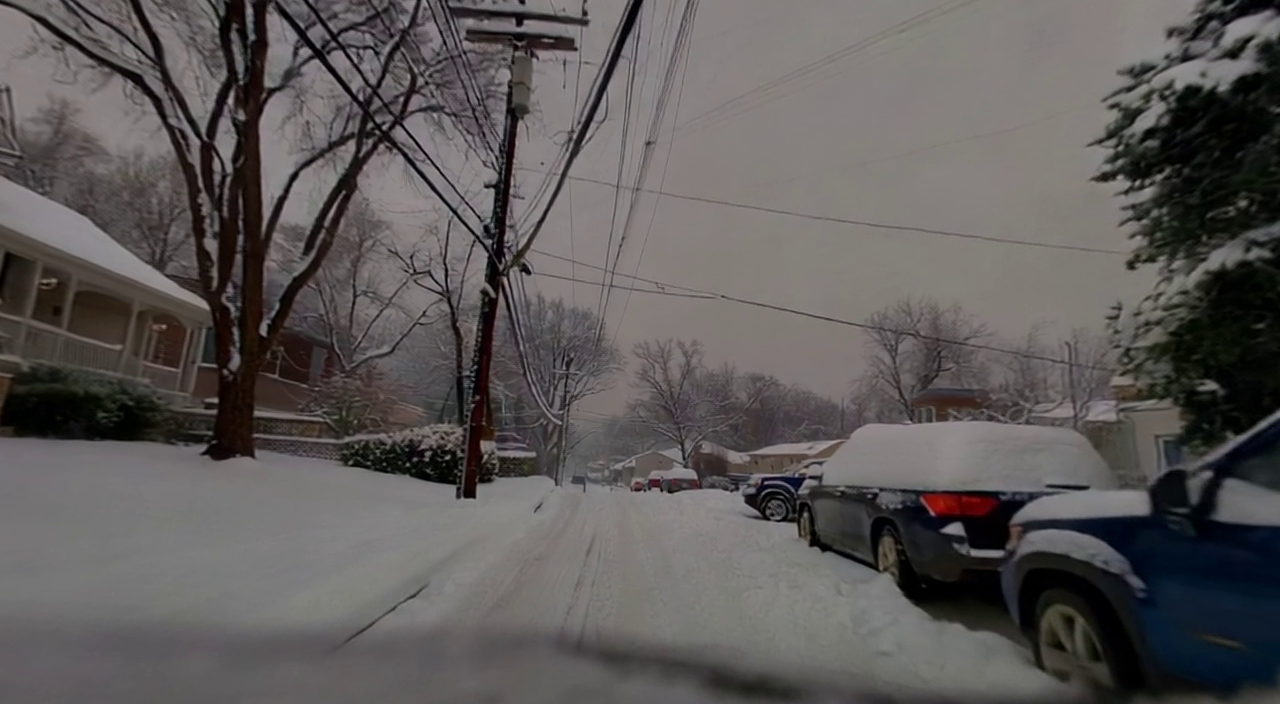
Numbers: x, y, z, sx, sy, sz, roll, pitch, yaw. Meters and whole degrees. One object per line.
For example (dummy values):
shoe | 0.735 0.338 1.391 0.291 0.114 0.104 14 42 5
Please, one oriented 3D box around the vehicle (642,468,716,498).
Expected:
vehicle | 2.448 8.348 40.508 4.413 1.728 1.869 1 -9 -10

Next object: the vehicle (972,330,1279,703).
vehicle | 3.227 0.726 1.483 2.076 1.780 4.959 0 -8 -2
